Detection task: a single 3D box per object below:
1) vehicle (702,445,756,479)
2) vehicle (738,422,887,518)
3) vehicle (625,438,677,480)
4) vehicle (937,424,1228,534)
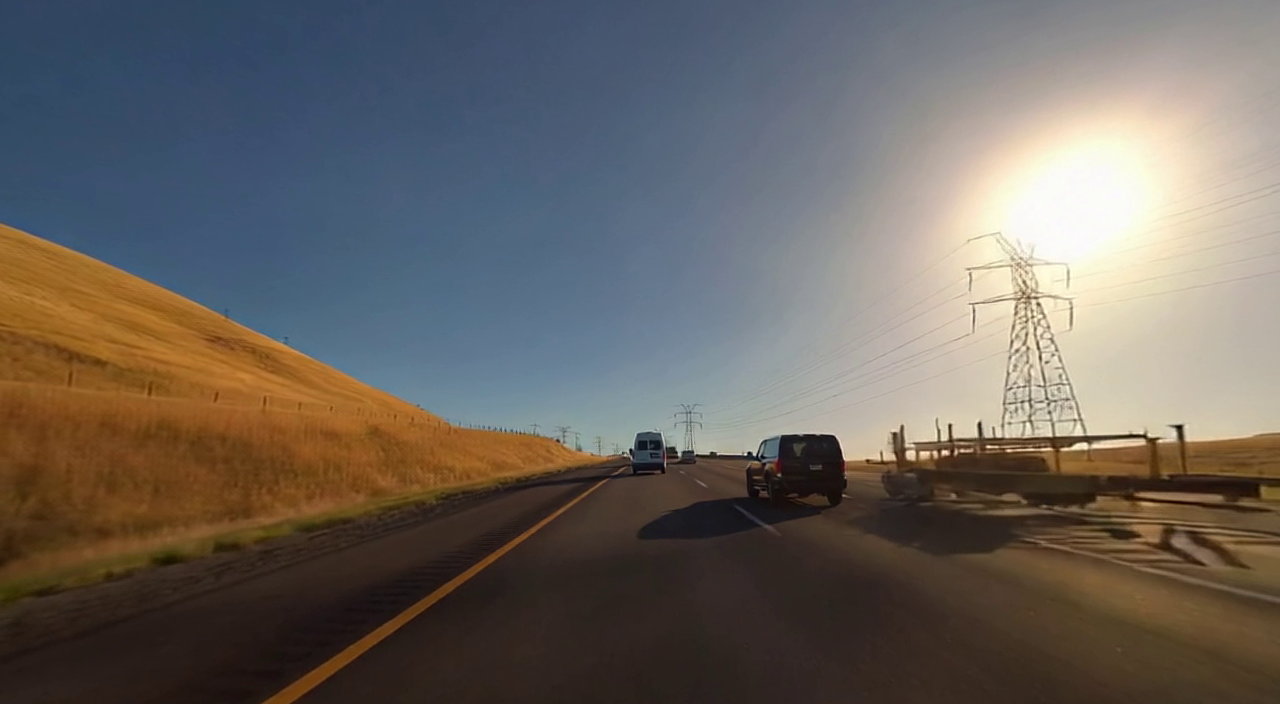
[{"bbox_3d":[4.144,5.166,29.981,1.938,1.466,4.356,0,-8,0],"label":"vehicle"},{"bbox_3d":[3.677,2.609,14.467,2.139,1.821,4.480,0,-8,0],"label":"vehicle"},{"bbox_3d":[0.519,4.962,29.525,2.268,1.772,4.523,0,-8,1],"label":"vehicle"},{"bbox_3d":[7.957,2.313,12.128,2.216,1.673,4.660,0,-8,0],"label":"vehicle"}]
